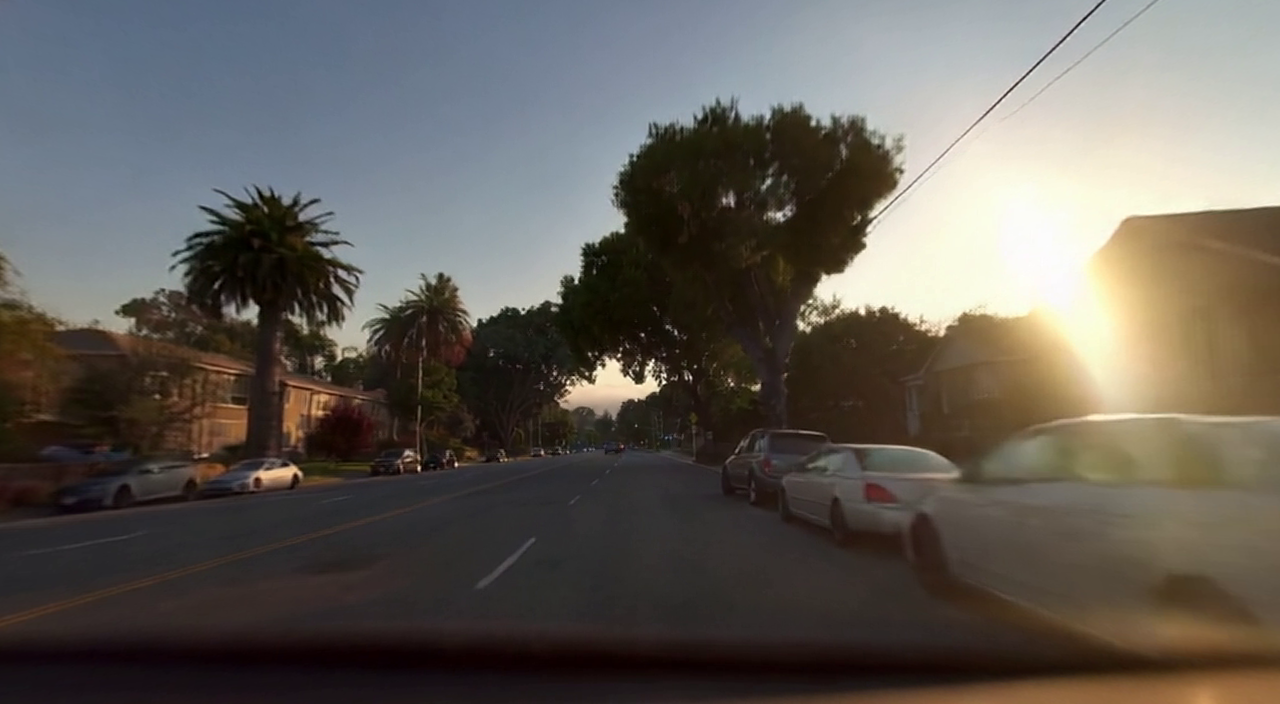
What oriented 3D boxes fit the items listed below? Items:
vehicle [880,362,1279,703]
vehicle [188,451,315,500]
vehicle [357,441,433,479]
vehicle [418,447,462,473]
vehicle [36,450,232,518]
[{"bbox_3d":[3.679,1.186,4.559,2.010,1.696,4.613,0,-9,-1],"label":"vehicle"},{"bbox_3d":[-13.891,4.394,22.924,1.916,1.459,4.222,-1,-8,0],"label":"vehicle"},{"bbox_3d":[-14.145,6.240,36.923,2.245,1.904,5.805,-1,-7,-2],"label":"vehicle"},{"bbox_3d":[-14.397,7.760,45.707,1.890,1.568,4.444,-2,-7,-2],"label":"vehicle"},{"bbox_3d":[-13.761,3.559,17.628,1.970,1.525,4.420,0,-7,-3],"label":"vehicle"}]
